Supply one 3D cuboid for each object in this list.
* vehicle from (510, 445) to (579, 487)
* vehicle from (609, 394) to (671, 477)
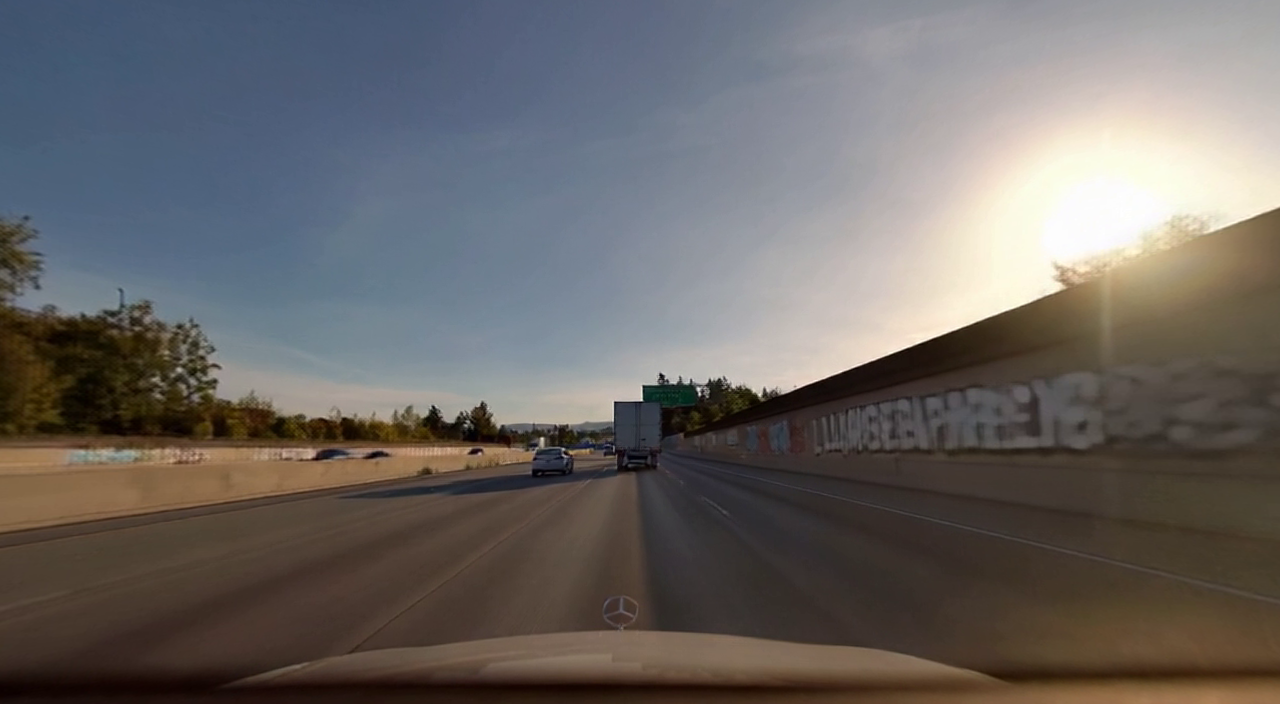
[{"bbox_3d":[-3.746,4.544,25.271,2.158,1.538,4.047,0,-9,0],"label":"vehicle"},{"bbox_3d":[-0.075,4.929,36.139,3.042,4.023,10.832,0,-9,-1],"label":"vehicle"}]
